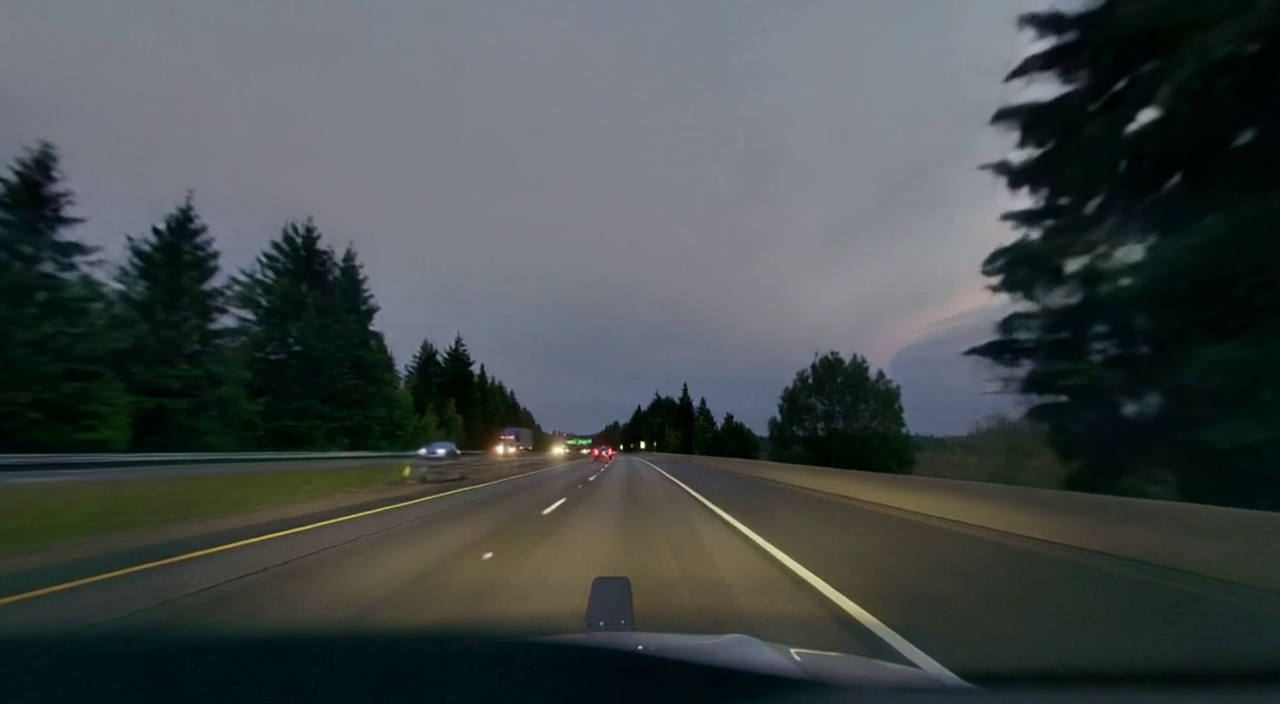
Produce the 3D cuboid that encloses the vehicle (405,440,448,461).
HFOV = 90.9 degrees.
[{"bbox_3d":[-15.680,7.220,46.400,1.781,1.458,3.767,0,-9,1],"label":"vehicle"}]
